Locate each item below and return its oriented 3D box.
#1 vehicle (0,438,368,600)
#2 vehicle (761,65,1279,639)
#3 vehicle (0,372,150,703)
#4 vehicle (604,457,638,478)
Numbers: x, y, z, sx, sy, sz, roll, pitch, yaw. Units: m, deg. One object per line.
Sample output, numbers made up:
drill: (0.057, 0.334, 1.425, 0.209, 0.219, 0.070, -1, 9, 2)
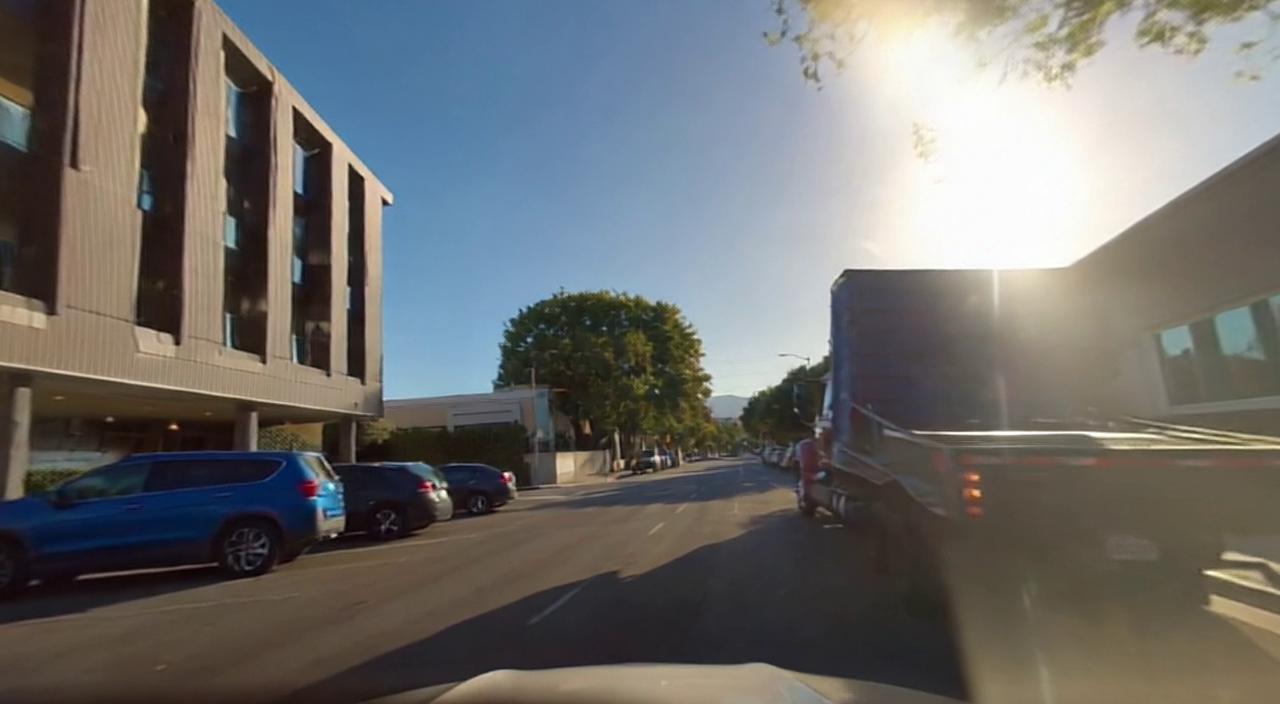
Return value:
vehicle: (-6.912, 2.214, 9.137, 5.022, 1.872, 2.137, 6, -10, -34)
vehicle: (3.805, 0.740, 10.303, 3.320, 4.034, 11.553, -2, -9, 11)
vehicle: (-3.318, 0.638, 0.192, 2.311, 1.631, 4.510, -1, -8, 9)
vehicle: (-1.410, 8.928, 48.849, 1.798, 1.459, 4.306, -1, -8, 10)
